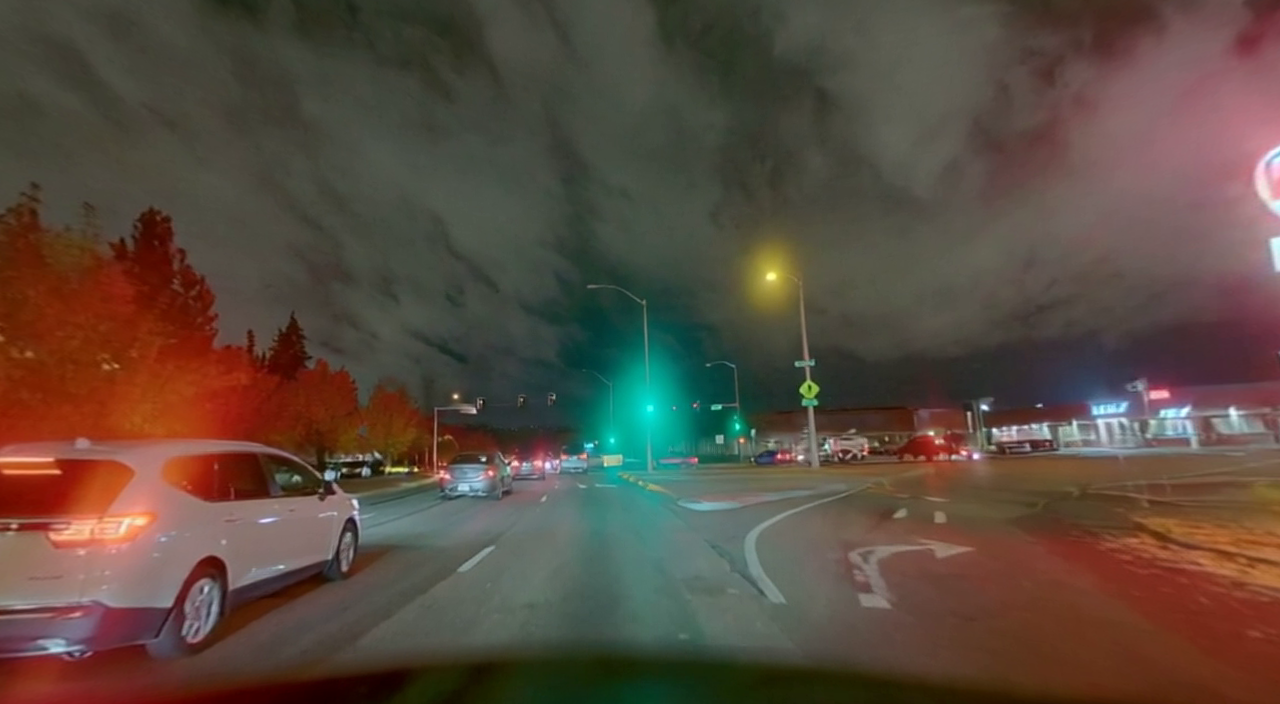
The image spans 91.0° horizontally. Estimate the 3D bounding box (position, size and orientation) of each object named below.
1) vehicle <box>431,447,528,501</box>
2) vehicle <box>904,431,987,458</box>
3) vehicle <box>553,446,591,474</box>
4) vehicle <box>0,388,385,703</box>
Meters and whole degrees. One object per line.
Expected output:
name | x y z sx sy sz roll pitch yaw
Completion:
vehicle | -5.081 3.921 20.787 2.090 1.506 5.326 1 -9 -4
vehicle | 21.134 6.436 43.700 2.017 1.746 4.727 7 -11 -35
vehicle | -4.429 6.951 40.644 2.144 1.704 4.028 2 -9 -9
vehicle | -4.043 1.318 5.036 2.085 1.663 4.513 1 -9 0
